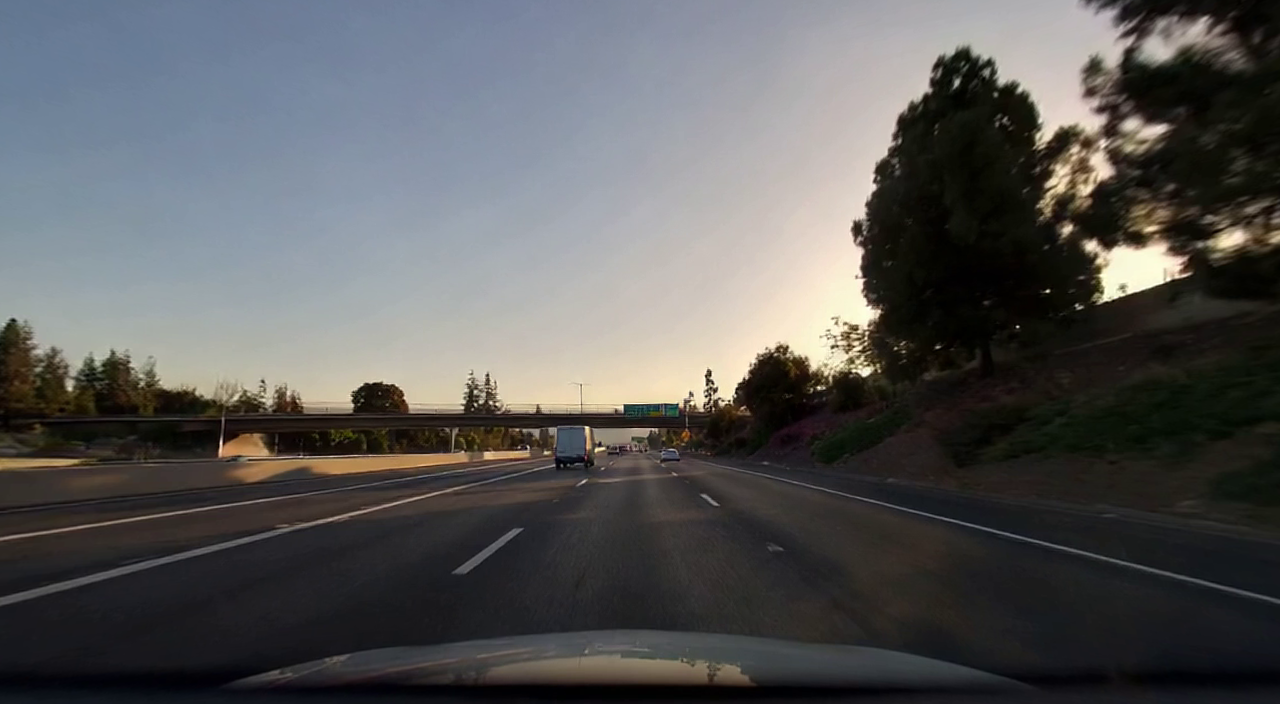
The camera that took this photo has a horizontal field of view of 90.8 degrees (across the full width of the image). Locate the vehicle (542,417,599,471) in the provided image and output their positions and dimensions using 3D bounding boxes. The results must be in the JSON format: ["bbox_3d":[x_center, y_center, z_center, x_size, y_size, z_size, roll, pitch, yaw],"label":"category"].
[{"bbox_3d":[-4.085,5.637,38.569,2.881,2.937,7.045,0,-9,-2],"label":"vehicle"}]
